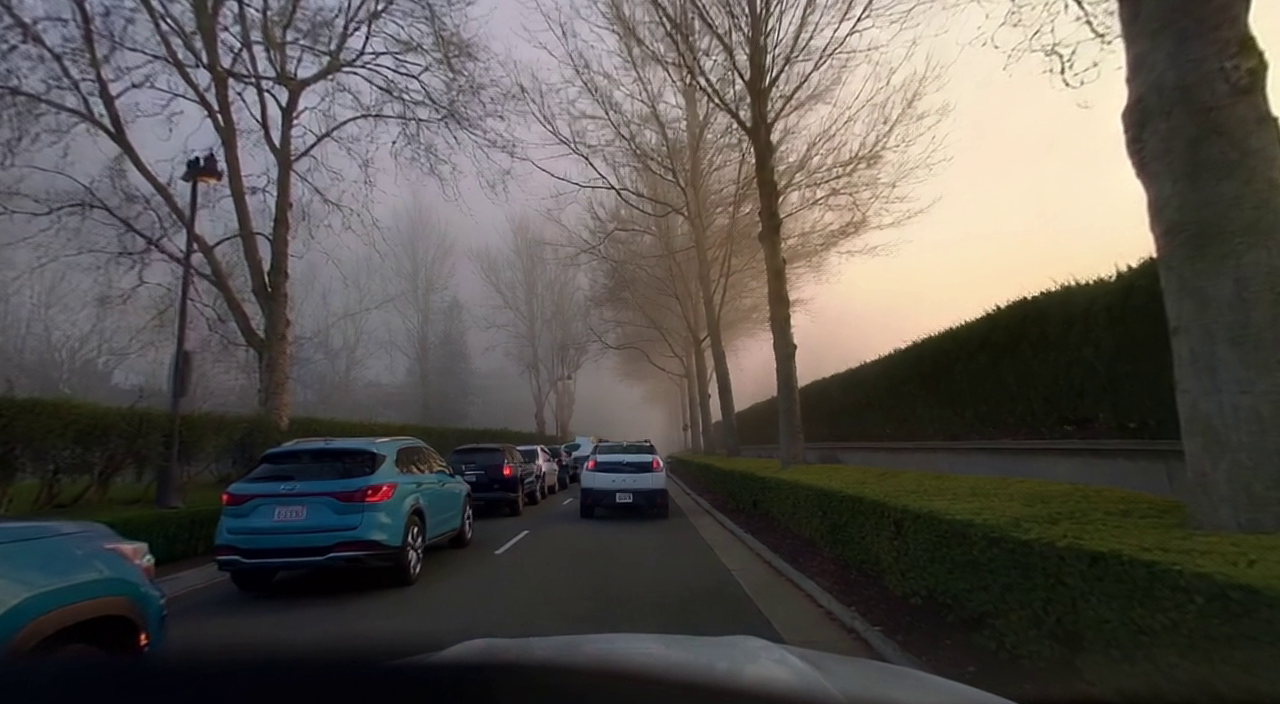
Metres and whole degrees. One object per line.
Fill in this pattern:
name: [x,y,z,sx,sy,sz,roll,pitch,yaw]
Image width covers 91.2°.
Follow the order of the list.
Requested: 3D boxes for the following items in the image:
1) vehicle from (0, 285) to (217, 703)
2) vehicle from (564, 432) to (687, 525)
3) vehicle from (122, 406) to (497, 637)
vehicle: [-3.276,0.591,0.627,2.205,1.913,5.327,-5,-8,-2]
vehicle: [-0.285,2.528,13.008,2.154,1.581,4.007,0,-9,-1]
vehicle: [-3.393,1.772,7.647,2.256,1.728,4.421,-6,-8,-2]
